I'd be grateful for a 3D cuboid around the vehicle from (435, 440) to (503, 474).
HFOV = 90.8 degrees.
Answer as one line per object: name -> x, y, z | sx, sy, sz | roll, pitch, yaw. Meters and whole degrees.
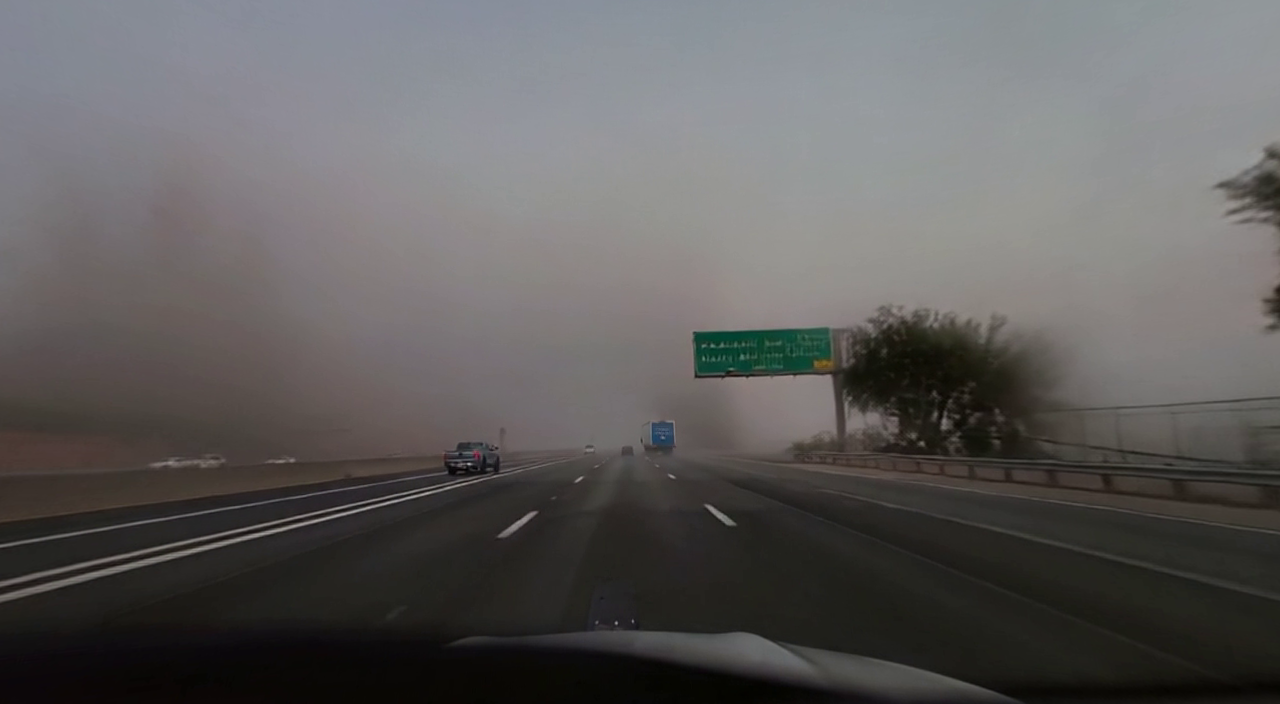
vehicle -> -8.031, 4.983, 30.145 | 2.033, 1.494, 4.508 | 0, -8, 0
